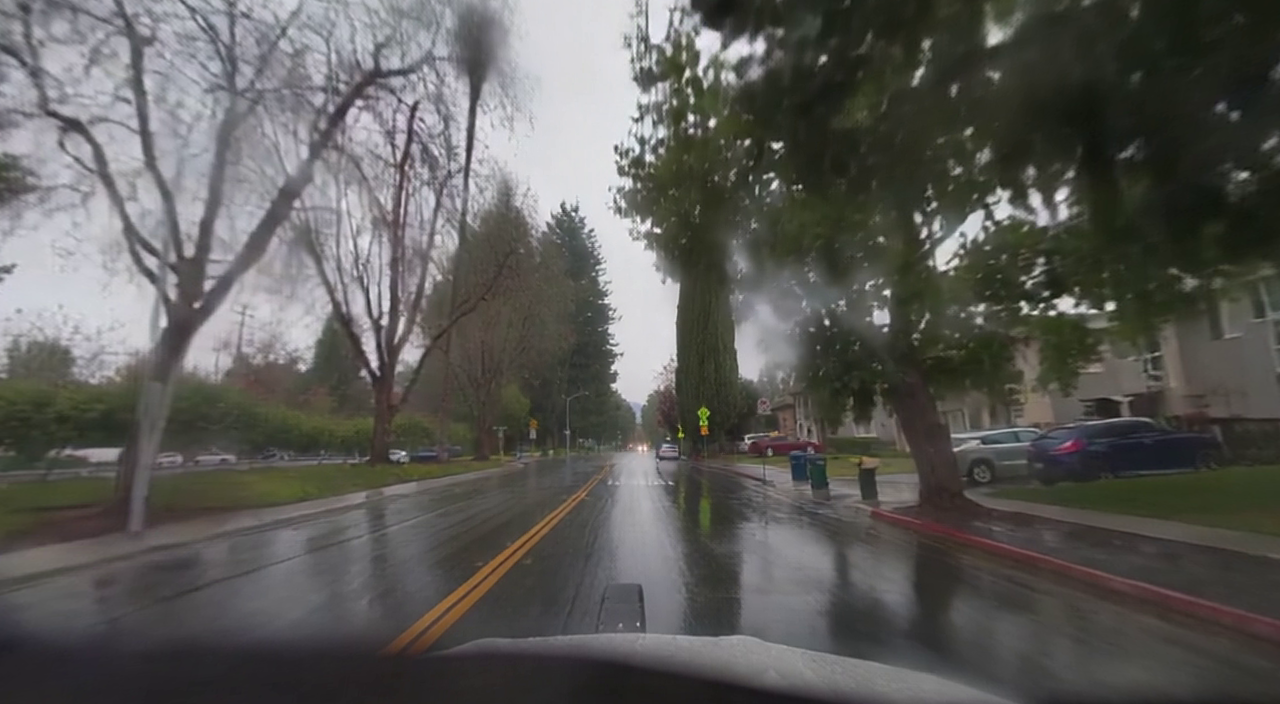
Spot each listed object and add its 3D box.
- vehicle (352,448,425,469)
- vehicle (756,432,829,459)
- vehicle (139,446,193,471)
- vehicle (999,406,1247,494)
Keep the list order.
[{"bbox_3d":[-19.181,8.126,48.312,4.691,1.483,1.955,8,-12,-44],"label":"vehicle"},{"bbox_3d":[11.078,6.821,45.997,4.750,1.658,1.902,-2,-10,0],"label":"vehicle"},{"bbox_3d":[-35.854,8.093,47.691,4.938,1.720,1.926,-9,-14,39],"label":"vehicle"},{"bbox_3d":[10.579,2.159,14.077,3.933,1.645,1.832,-2,-8,-2],"label":"vehicle"}]
